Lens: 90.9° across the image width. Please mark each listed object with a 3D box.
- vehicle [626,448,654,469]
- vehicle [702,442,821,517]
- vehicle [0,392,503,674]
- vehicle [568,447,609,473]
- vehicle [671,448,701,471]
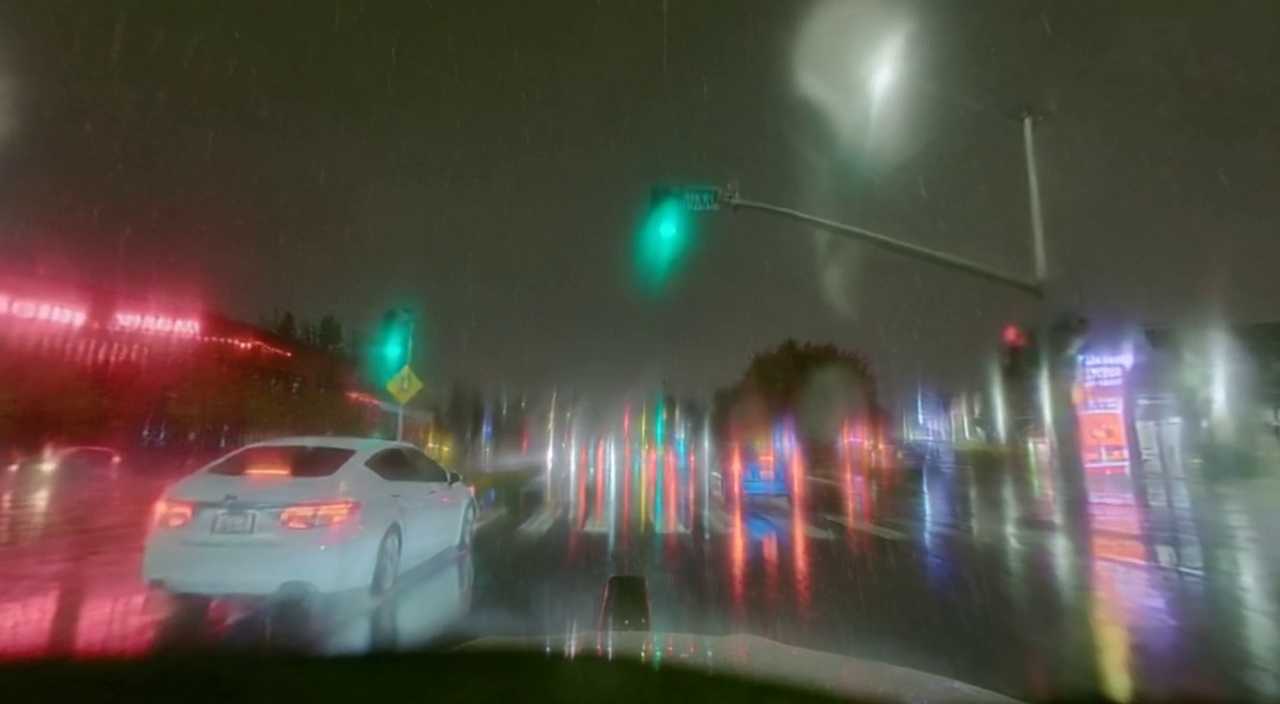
[{"bbox_3d":[-0.058,8.045,47.643,2.070,1.460,4.118,0,-8,-1],"label":"vehicle"},{"bbox_3d":[2.709,2.940,15.097,1.946,1.513,4.133,0,-8,-1],"label":"vehicle"},{"bbox_3d":[-2.986,1.427,6.282,2.032,1.639,5.037,0,-8,1],"label":"vehicle"},{"bbox_3d":[-3.099,6.616,38.887,2.040,1.471,4.211,0,-8,2],"label":"vehicle"},{"bbox_3d":[3.331,7.871,46.299,1.931,1.552,4.125,0,-8,0],"label":"vehicle"}]
